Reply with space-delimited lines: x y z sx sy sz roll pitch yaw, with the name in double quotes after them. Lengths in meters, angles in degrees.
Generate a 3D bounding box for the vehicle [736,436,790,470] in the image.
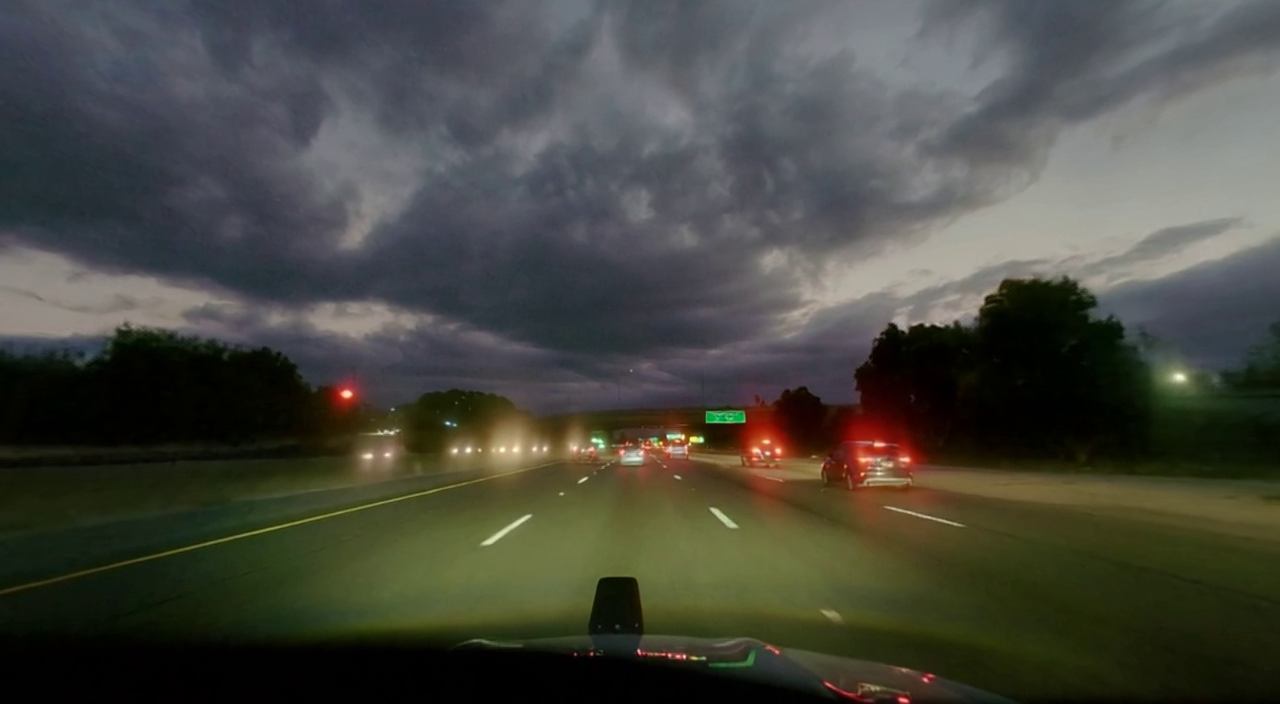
6.307 5.239 32.855 1.936 1.625 3.991 0 -8 -1 "vehicle"

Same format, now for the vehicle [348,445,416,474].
-14.041 5.838 34.631 1.832 1.464 4.390 0 -9 0 "vehicle"

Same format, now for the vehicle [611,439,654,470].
-0.358 5.247 32.455 2.075 1.486 4.007 0 -8 0 "vehicle"

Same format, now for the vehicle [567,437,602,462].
-4.019 7.137 46.285 2.113 1.756 4.471 0 -8 1 "vehicle"
